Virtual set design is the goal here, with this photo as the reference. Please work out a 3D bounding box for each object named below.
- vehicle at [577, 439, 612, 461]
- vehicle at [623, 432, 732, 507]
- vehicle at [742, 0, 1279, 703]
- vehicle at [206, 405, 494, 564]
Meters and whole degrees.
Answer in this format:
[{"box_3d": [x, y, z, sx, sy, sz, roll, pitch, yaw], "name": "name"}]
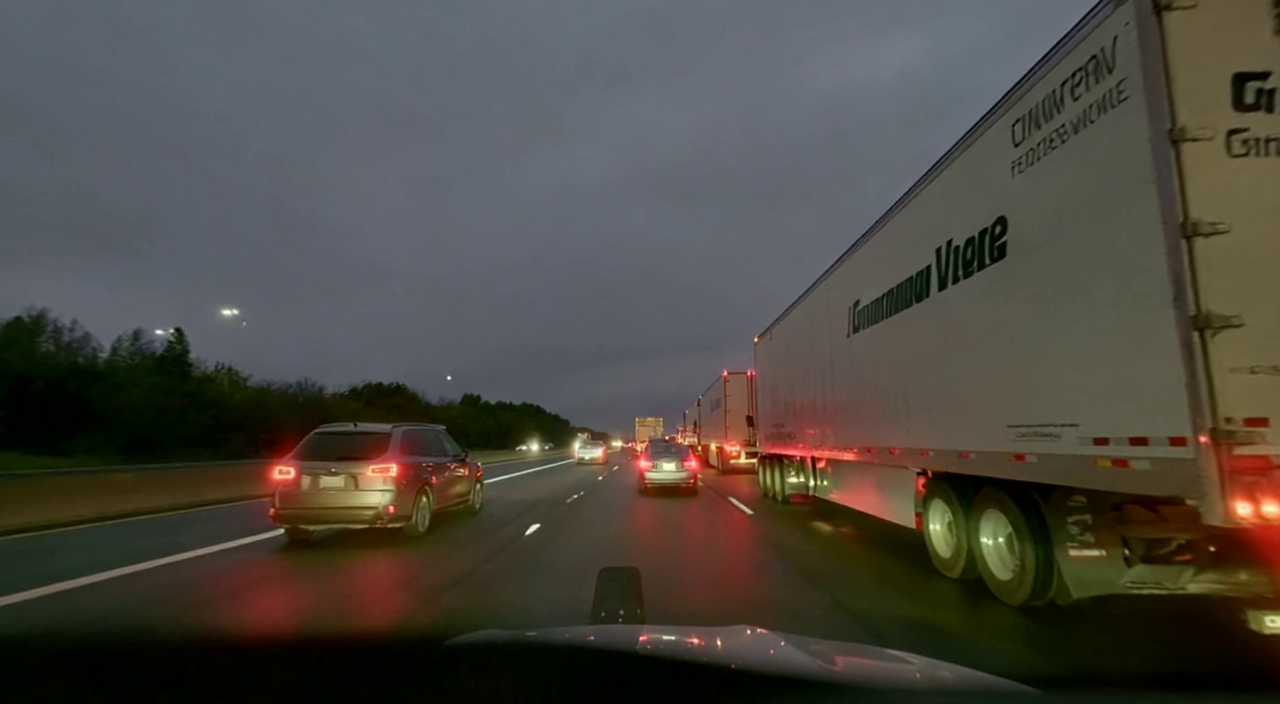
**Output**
[{"box_3d": [-3.401, 7.408, 47.890, 2.181, 1.538, 4.169, 0, -8, 1], "name": "vehicle"}, {"box_3d": [0.718, 2.662, 14.895, 2.200, 1.495, 4.282, 0, -8, -1], "name": "vehicle"}, {"box_3d": [4.543, 0.642, 10.866, 2.967, 4.347, 15.373, 0, -8, 0], "name": "vehicle"}, {"box_3d": [-3.709, 1.751, 9.202, 2.006, 1.729, 4.447, 0, -8, 1], "name": "vehicle"}]
